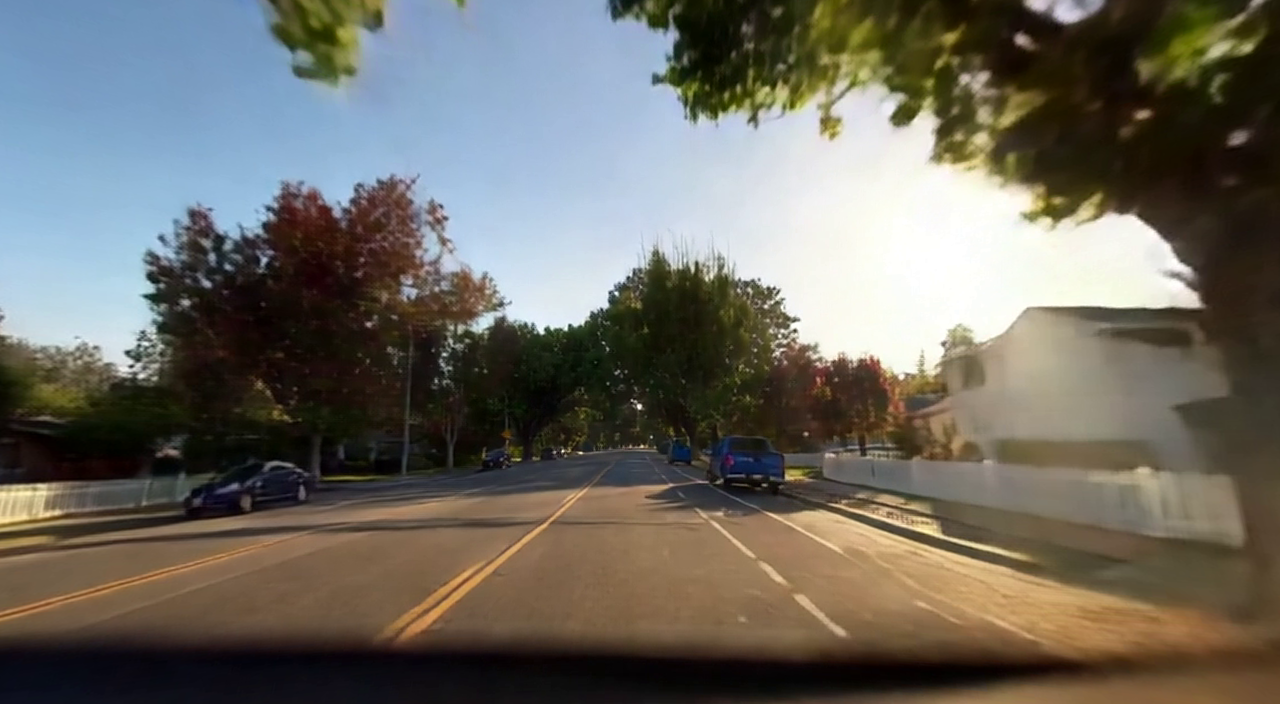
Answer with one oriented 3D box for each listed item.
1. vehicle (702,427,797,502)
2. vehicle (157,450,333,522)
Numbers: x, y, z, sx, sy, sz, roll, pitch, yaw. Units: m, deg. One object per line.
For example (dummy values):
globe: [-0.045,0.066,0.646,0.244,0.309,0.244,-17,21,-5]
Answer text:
vehicle: [3.762,3.991,22.942,2.504,2.114,6.073,5,-8,3]
vehicle: [-10.807,3.639,17.827,2.049,1.527,4.677,-3,-8,-1]
